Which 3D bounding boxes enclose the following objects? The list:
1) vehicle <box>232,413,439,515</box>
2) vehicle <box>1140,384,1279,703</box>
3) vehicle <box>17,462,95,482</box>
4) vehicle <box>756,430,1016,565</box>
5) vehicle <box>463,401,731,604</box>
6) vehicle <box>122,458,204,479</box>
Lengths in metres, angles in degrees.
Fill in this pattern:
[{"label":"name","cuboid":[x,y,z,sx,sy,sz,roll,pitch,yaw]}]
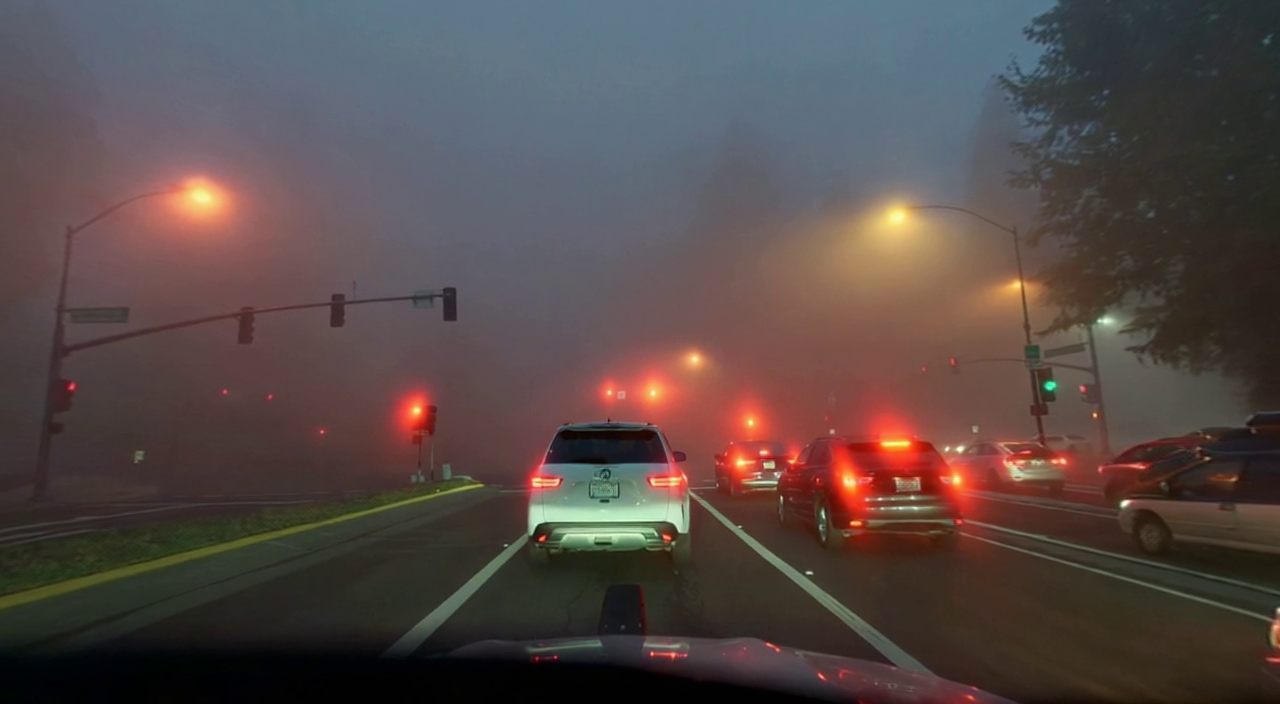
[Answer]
[{"label":"vehicle","cuboid":[-6.742,2.556,14.771,2.214,1.953,5.017,0,-9,1]},{"label":"vehicle","cuboid":[3.281,0.637,0.628,1.980,1.515,4.362,0,-9,1]},{"label":"vehicle","cuboid":[-45.709,9.370,49.165,4.232,1.498,1.791,0,-9,1]},{"label":"vehicle","cuboid":[3.136,1.951,9.240,1.971,1.473,4.495,0,-9,0]},{"label":"vehicle","cuboid":[-0.332,1.573,7.404,2.256,1.694,4.055,0,-9,1]},{"label":"vehicle","cuboid":[-37.366,9.118,49.233,4.914,1.487,1.850,0,-9,1]}]
